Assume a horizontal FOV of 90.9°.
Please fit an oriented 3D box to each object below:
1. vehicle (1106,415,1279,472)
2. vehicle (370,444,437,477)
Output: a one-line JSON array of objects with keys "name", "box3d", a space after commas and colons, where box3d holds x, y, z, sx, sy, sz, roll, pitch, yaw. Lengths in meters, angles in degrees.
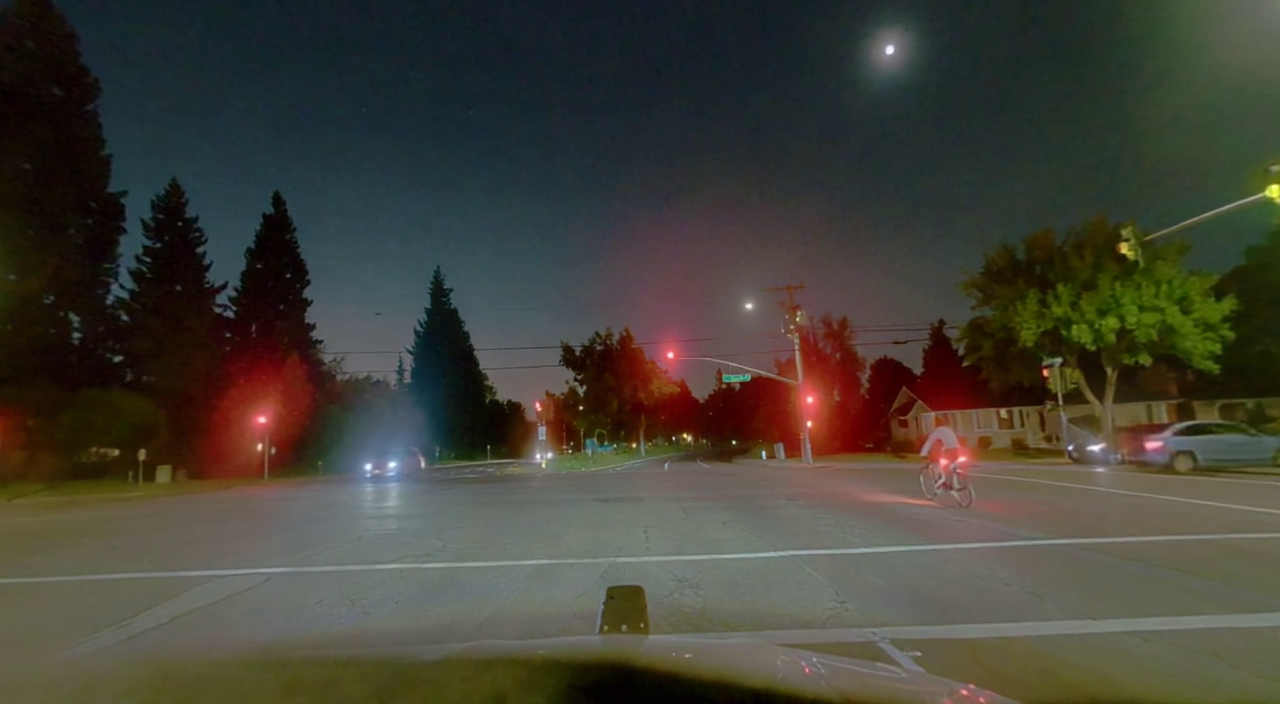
[{"name": "vehicle", "box3d": [16.348, 2.578, 17.737, 4.749, 1.496, 2.017, -1, -9, 2]}, {"name": "vehicle", "box3d": [-13.911, 6.383, 37.352, 2.148, 1.753, 4.558, 0, -9, 1]}]
